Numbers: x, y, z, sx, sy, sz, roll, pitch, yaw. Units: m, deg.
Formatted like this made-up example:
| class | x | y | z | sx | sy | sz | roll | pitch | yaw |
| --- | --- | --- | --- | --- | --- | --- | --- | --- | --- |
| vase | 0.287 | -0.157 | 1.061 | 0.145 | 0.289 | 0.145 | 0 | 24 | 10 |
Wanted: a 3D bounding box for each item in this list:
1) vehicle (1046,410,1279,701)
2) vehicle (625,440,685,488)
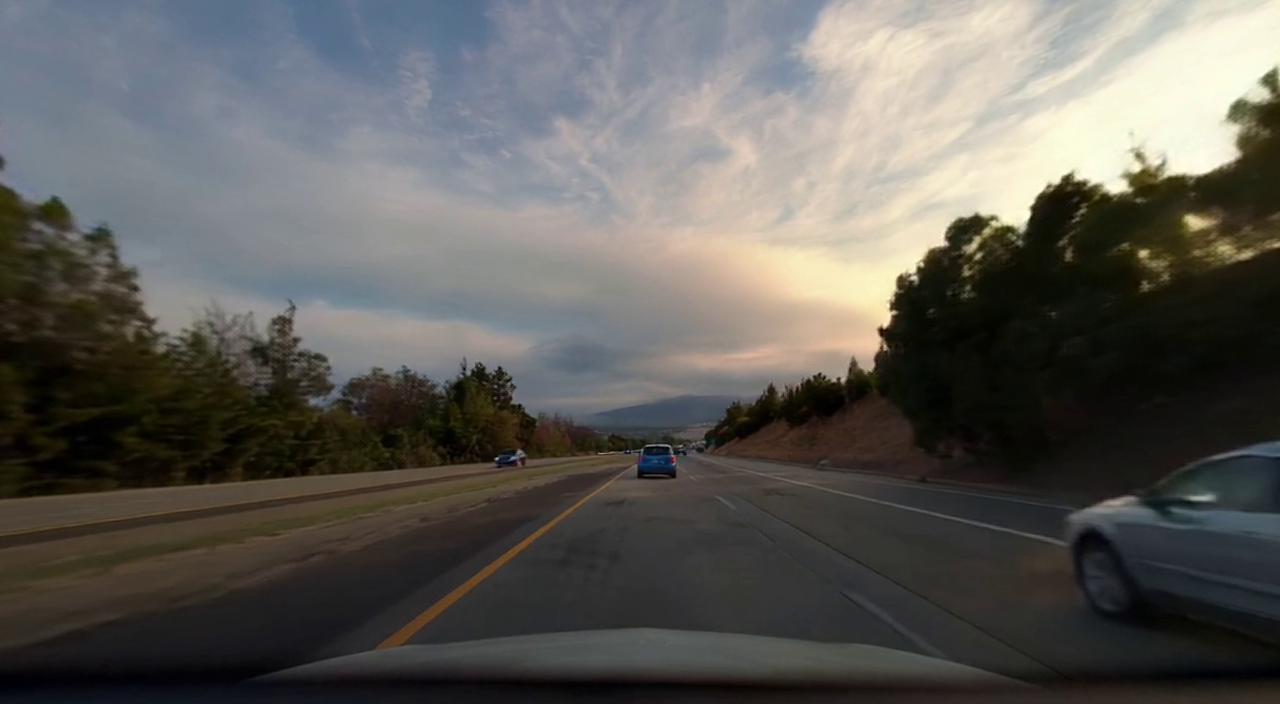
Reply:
| class | x | y | z | sx | sy | sz | roll | pitch | yaw |
| --- | --- | --- | --- | --- | --- | --- | --- | --- | --- |
| vehicle | 4.242 | 0.989 | 2.858 | 1.864 | 1.489 | 4.379 | 0 | -9 | 0 |
| vehicle | 0.576 | 4.405 | 25.063 | 2.190 | 1.706 | 4.062 | 0 | -9 | 1 |
